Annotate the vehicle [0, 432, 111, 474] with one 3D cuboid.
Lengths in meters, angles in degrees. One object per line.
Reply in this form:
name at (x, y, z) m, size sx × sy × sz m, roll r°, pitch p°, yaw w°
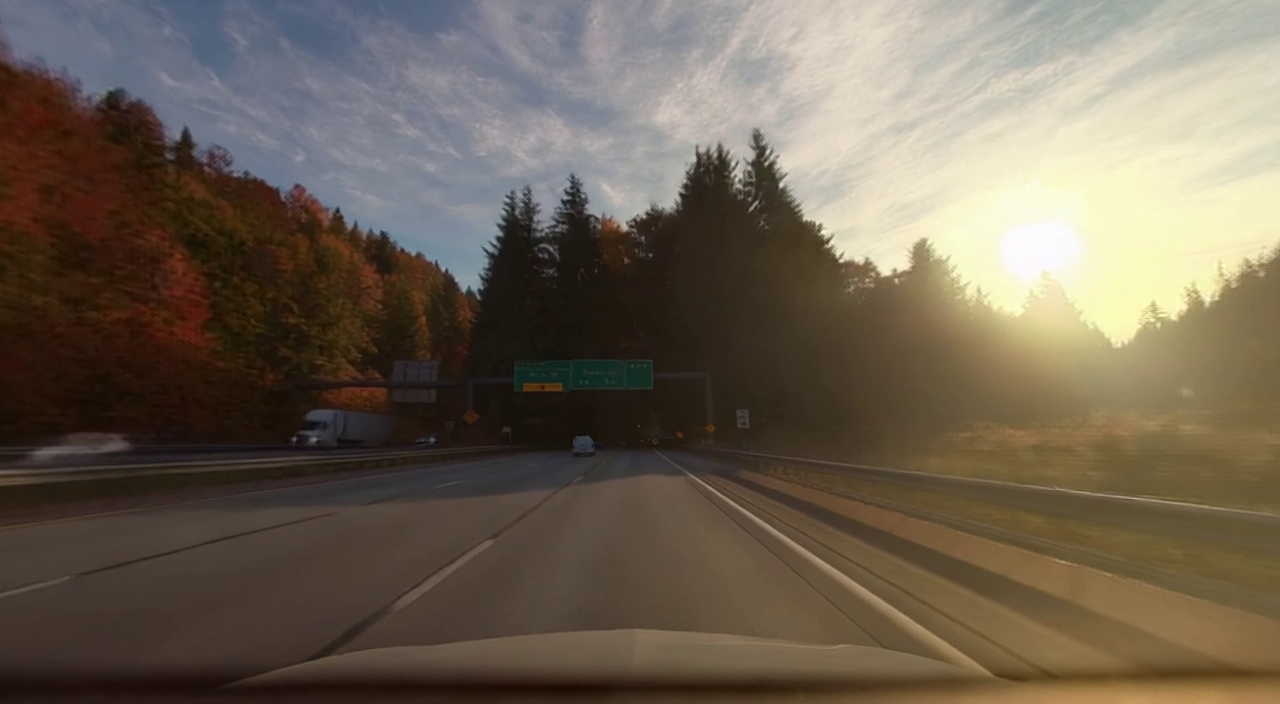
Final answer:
vehicle at (-24.401, 4.057, 25.645) m, size 1.901 × 1.550 × 4.248 m, roll 0°, pitch -8°, yaw 1°
